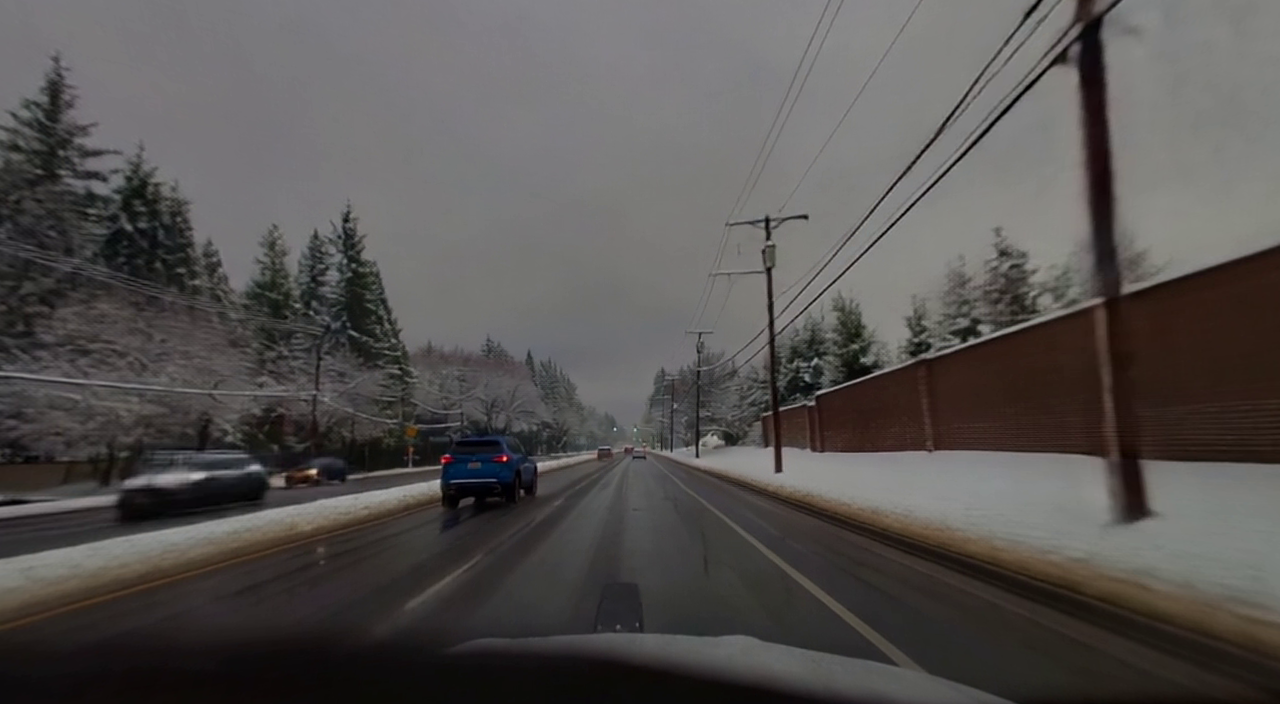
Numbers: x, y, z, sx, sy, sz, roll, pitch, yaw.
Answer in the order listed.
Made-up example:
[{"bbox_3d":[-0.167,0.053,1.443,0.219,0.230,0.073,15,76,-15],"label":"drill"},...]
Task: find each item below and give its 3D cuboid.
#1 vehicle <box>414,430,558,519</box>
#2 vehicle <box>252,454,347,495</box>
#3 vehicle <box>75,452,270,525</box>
[{"bbox_3d":[-3.338,2.753,14.729,2.147,1.730,4.555,0,-8,1],"label":"vehicle"},{"bbox_3d":[-16.582,5.969,31.003,2.029,1.780,4.784,1,-9,-1],"label":"vehicle"},{"bbox_3d":[-12.160,3.512,16.838,1.894,1.634,4.292,0,-9,0],"label":"vehicle"}]
